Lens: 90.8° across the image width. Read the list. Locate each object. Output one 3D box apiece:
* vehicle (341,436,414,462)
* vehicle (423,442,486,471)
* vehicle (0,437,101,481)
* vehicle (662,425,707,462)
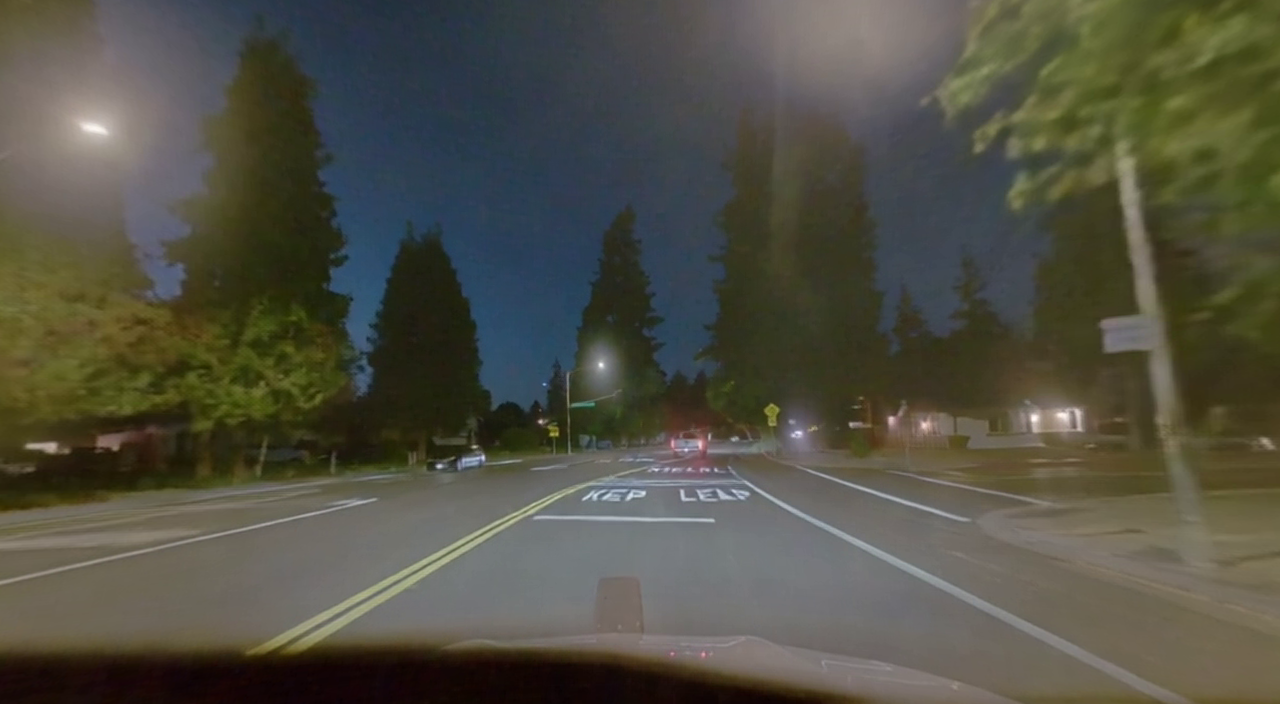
[{"bbox_3d":[-18.114,6.726,43.667,4.168,1.735,1.925,-1,-8,3],"label":"vehicle"},{"bbox_3d":[-11.142,6.269,38.236,1.873,1.508,4.483,-3,-7,9],"label":"vehicle"},{"bbox_3d":[-25.946,4.398,26.122,4.975,1.732,2.165,2,-9,-15],"label":"vehicle"},{"bbox_3d":[2.581,5.200,35.800,2.153,1.942,4.767,-1,-8,8],"label":"vehicle"}]
